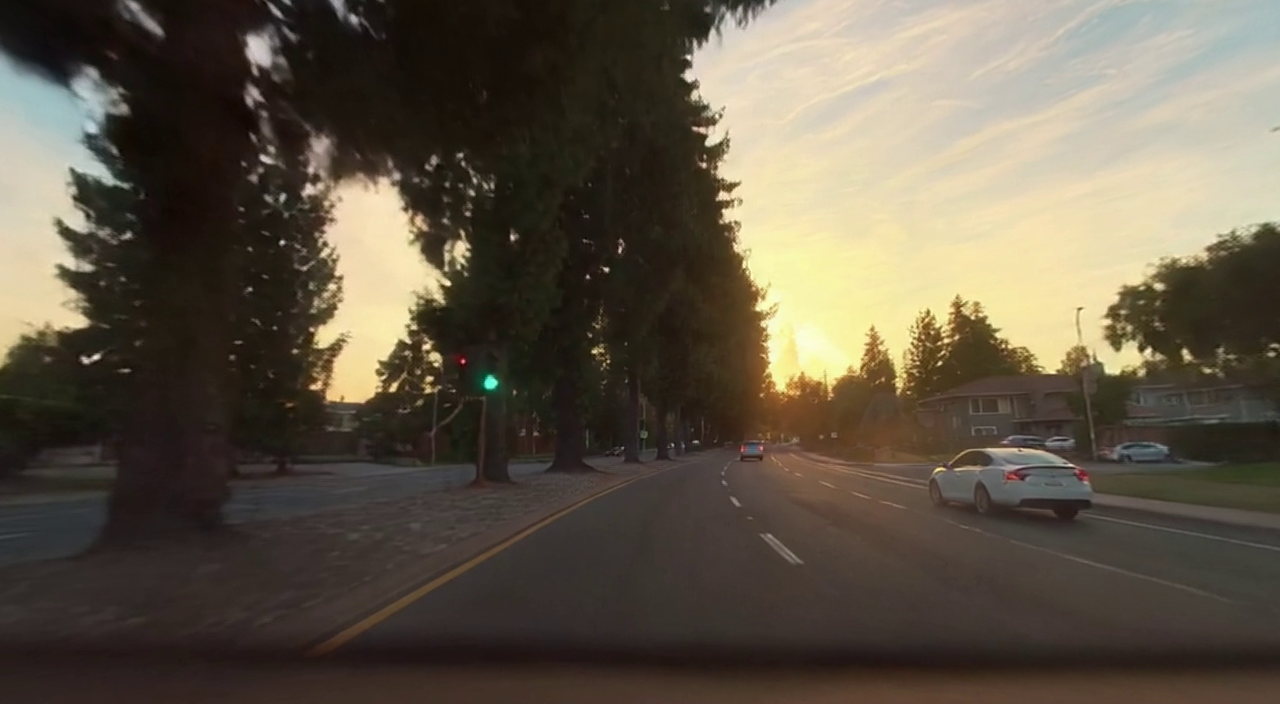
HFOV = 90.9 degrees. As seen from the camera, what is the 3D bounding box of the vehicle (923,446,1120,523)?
[{"bbox_3d":[8.311,2.871,14.321,1.855,1.444,4.389,0,-8,2],"label":"vehicle"}]
